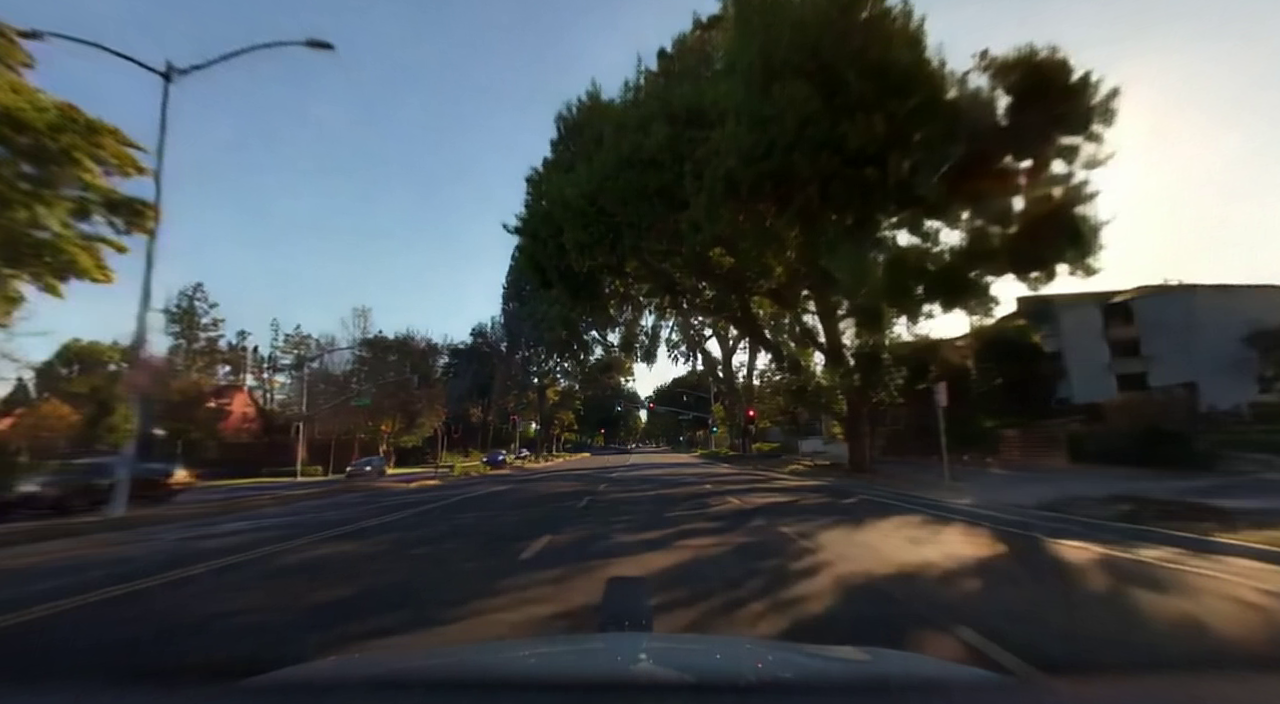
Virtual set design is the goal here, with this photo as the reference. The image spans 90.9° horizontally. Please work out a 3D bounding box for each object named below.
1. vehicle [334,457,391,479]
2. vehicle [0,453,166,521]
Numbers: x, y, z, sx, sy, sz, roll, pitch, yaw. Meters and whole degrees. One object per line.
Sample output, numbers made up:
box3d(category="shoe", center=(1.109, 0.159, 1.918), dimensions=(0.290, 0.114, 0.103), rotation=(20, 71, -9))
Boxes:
box3d(category="vehicle", center=(-20.368, 8.534, 46.543), dimensions=(2.035, 1.453, 4.600), rotation=(0, -9, 1))
box3d(category="vehicle", center=(-16.669, 3.893, 18.672), dimensions=(1.935, 1.686, 4.202), rotation=(-3, -9, 0))
